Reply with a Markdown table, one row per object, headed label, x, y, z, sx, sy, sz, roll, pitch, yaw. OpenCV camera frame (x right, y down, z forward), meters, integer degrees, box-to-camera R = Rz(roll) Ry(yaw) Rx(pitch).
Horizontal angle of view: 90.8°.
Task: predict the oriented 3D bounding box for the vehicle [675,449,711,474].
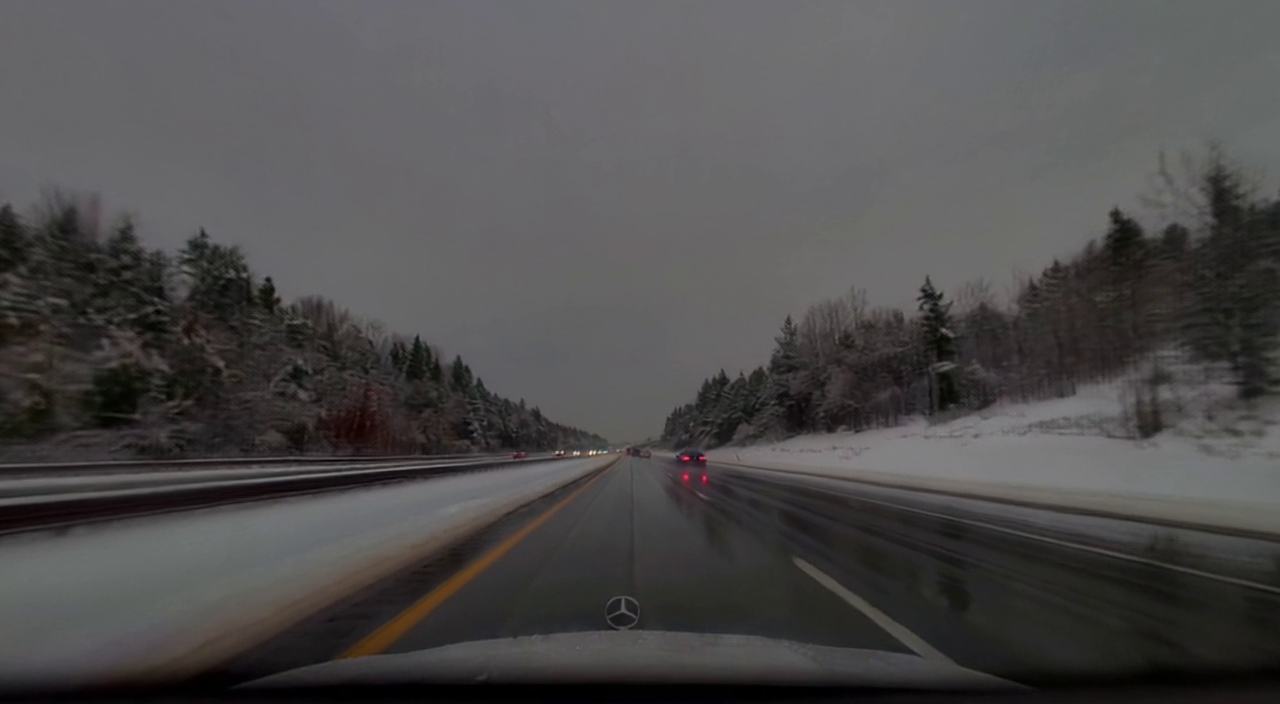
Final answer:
| label | x | y | z | sx | sy | sz | roll | pitch | yaw |
| --- | --- | --- | --- | --- | --- | --- | --- | --- | --- |
| vehicle | 3.369 | 7.083 | 41.007 | 1.870 | 1.486 | 3.858 | 0 | -9 | -2 |
